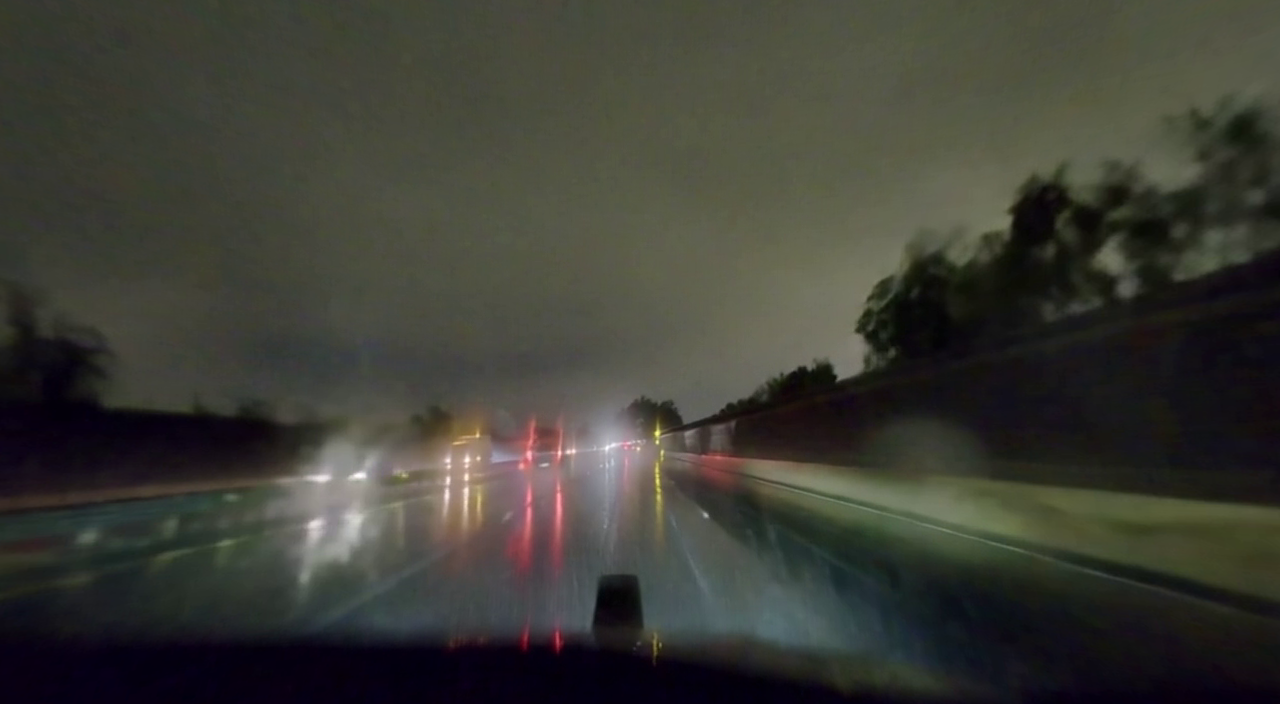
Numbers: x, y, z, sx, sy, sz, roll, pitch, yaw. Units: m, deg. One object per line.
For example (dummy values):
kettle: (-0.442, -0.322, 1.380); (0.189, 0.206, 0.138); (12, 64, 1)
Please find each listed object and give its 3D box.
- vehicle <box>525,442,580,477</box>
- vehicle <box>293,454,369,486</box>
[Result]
vehicle: (-4.479, 5.571, 32.748); (2.139, 1.577, 4.546); (-3, -9, 0)
vehicle: (-16.199, 6.189, 33.223); (1.814, 1.567, 4.236); (0, -9, 0)
